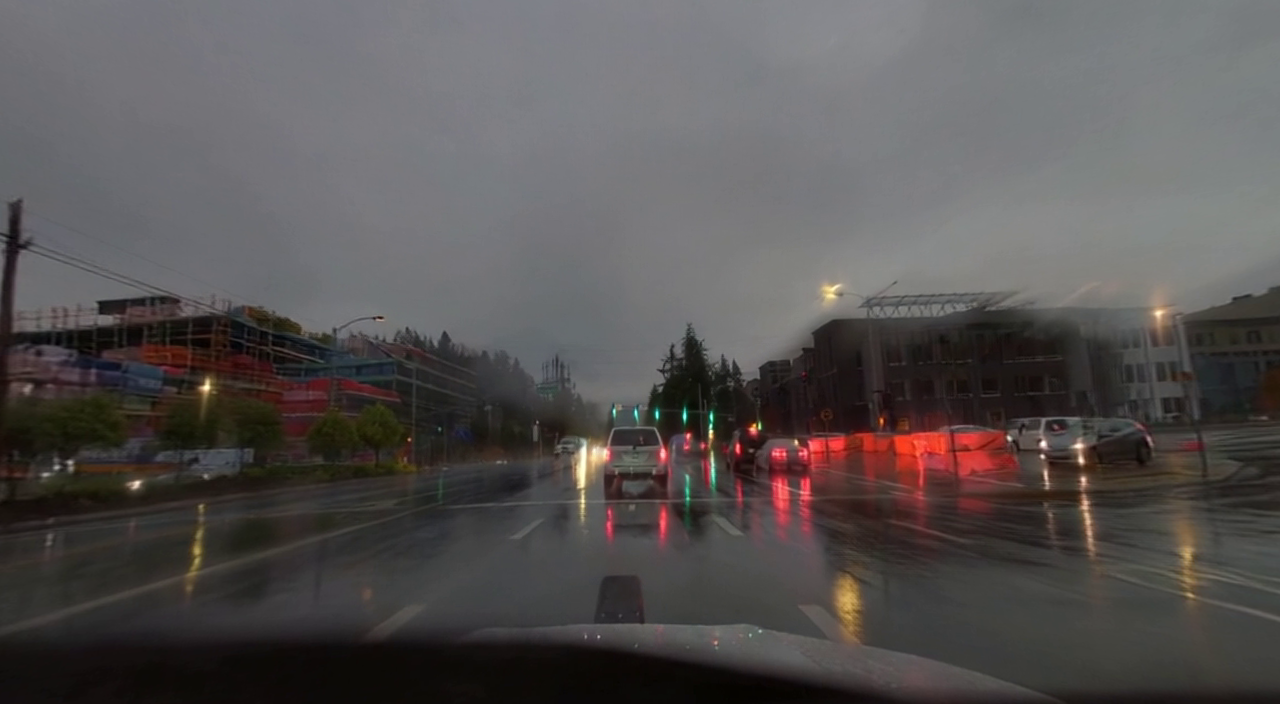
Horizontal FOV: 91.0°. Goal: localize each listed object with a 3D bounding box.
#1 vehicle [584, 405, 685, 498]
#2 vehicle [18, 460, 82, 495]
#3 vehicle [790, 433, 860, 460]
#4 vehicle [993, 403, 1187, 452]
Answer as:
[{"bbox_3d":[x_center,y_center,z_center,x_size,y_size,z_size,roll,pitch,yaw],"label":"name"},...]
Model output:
[{"bbox_3d":[-0.248,2.746,17.600,2.350,2.122,5.801,0,-9,-2],"label":"vehicle"},{"bbox_3d":[-33.398,7.041,35.550,4.692,1.720,1.941,-7,-11,40],"label":"vehicle"},{"bbox_3d":[11.253,5.728,38.109,4.267,1.503,2.145,8,-12,-44],"label":"vehicle"},{"bbox_3d":[14.858,2.596,21.132,4.986,1.467,2.025,-6,-10,34],"label":"vehicle"}]
